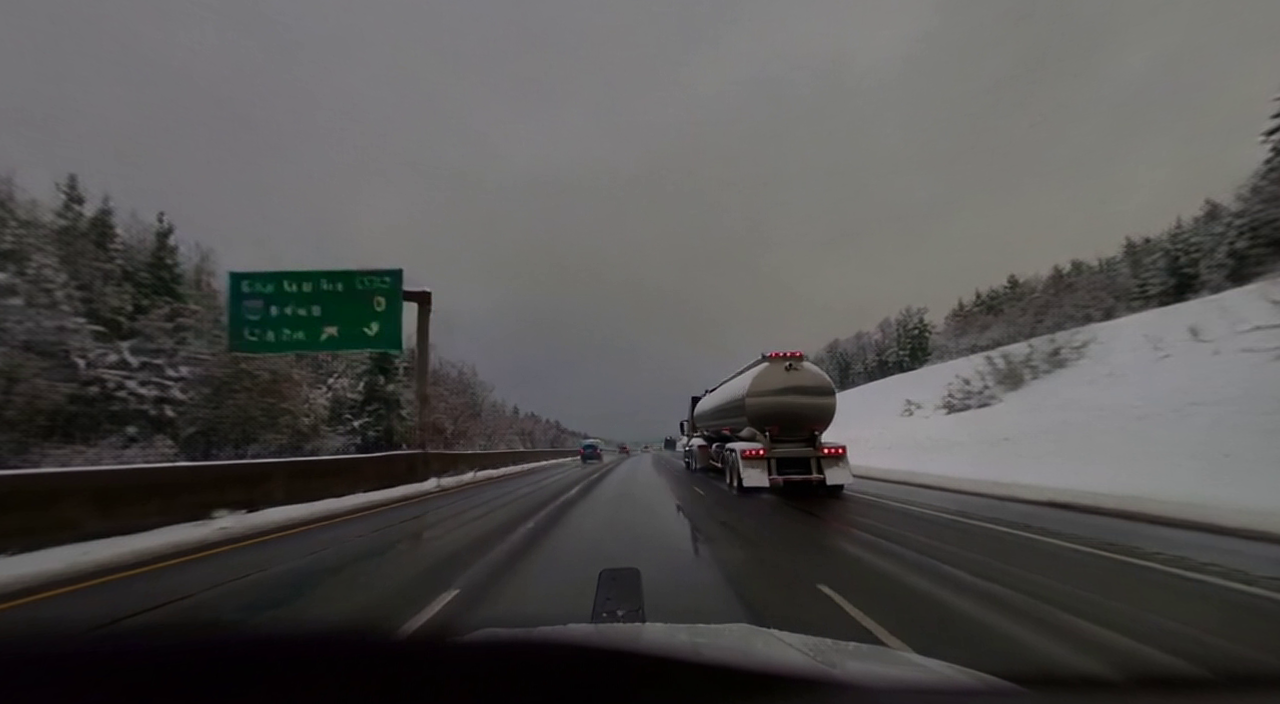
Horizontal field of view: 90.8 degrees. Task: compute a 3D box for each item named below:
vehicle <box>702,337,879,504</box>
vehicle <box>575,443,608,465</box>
[{"bbox_3d":[3.830,2.230,18.983,2.759,3.734,9.708,0,-9,-1],"label":"vehicle"},{"bbox_3d":[-3.436,7.334,45.388,1.986,1.458,4.506,0,-9,0],"label":"vehicle"}]
